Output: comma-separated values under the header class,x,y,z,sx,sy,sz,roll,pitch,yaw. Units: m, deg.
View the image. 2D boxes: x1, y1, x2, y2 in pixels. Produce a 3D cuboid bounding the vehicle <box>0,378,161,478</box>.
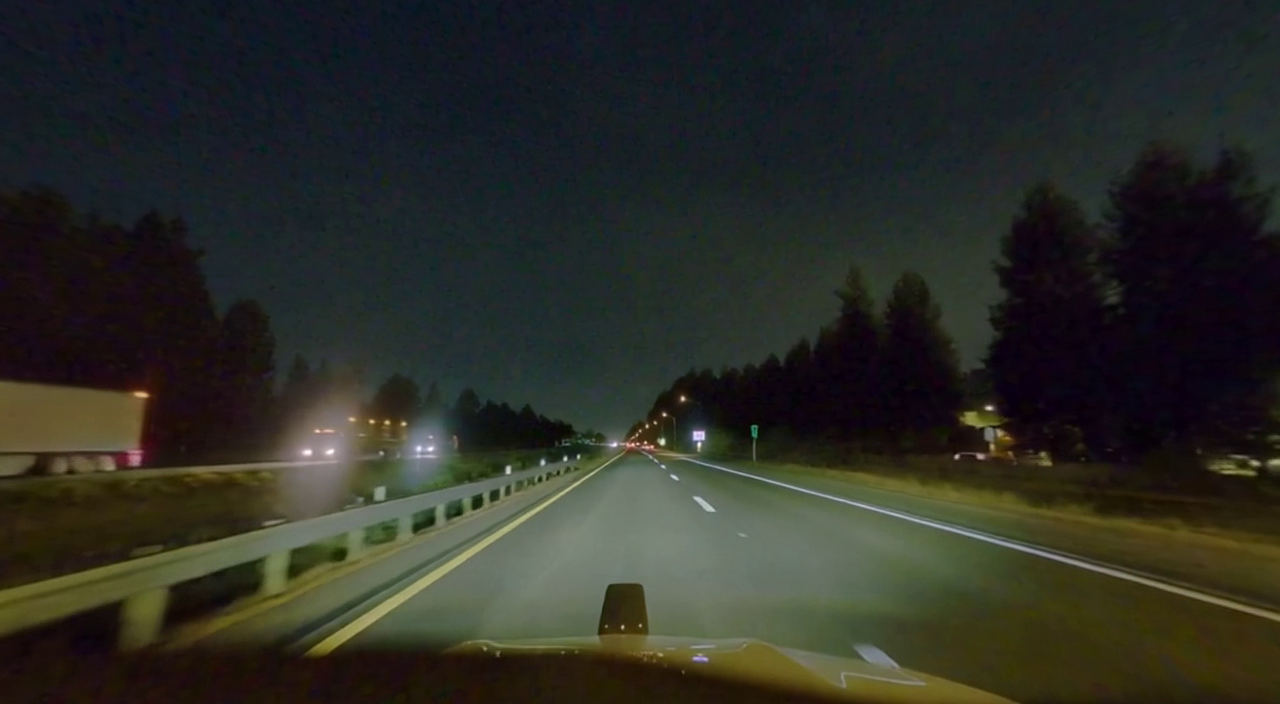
class,x,y,z,sx,sy,sz,roll,pitch,yaw
vehicle,-28.661,3.325,27.309,2.920,4.198,16.691,0,-8,0
